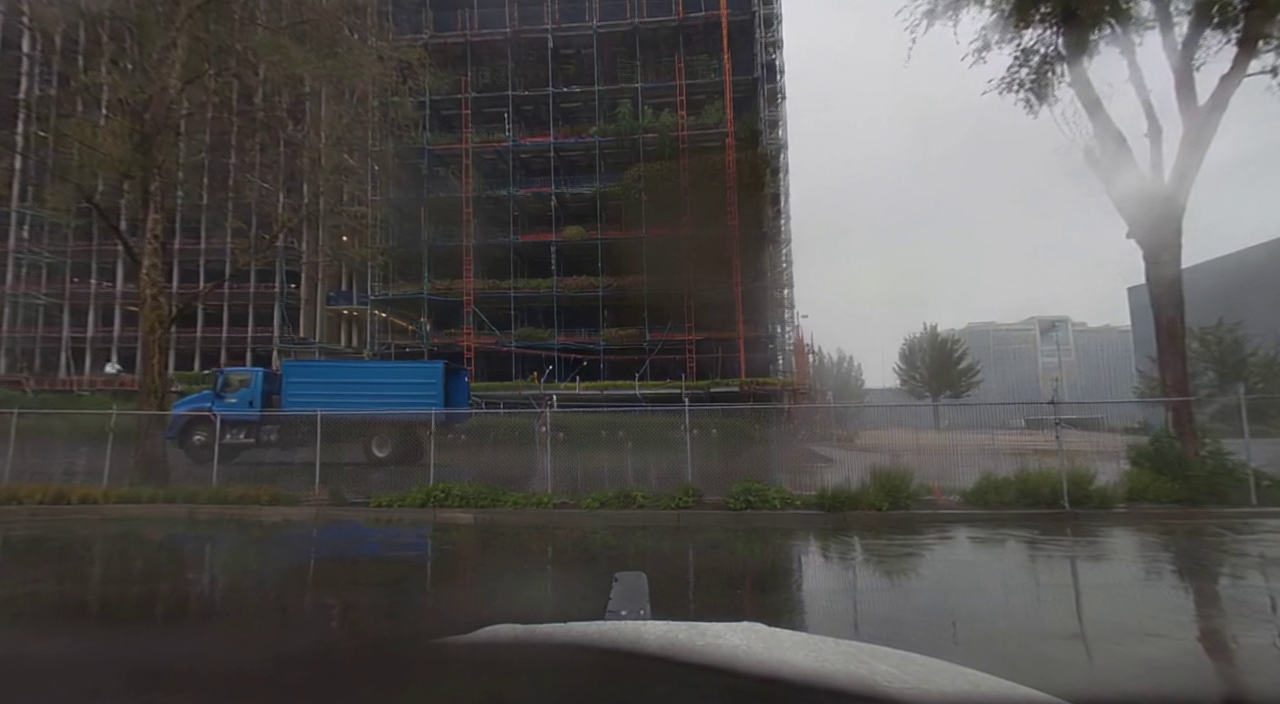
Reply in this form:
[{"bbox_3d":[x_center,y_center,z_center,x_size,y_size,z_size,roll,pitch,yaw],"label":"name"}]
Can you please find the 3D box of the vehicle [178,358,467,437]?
[{"bbox_3d":[-17.206,2.652,35.230,14.067,4.099,2.832,1,-9,-6],"label":"vehicle"}]
